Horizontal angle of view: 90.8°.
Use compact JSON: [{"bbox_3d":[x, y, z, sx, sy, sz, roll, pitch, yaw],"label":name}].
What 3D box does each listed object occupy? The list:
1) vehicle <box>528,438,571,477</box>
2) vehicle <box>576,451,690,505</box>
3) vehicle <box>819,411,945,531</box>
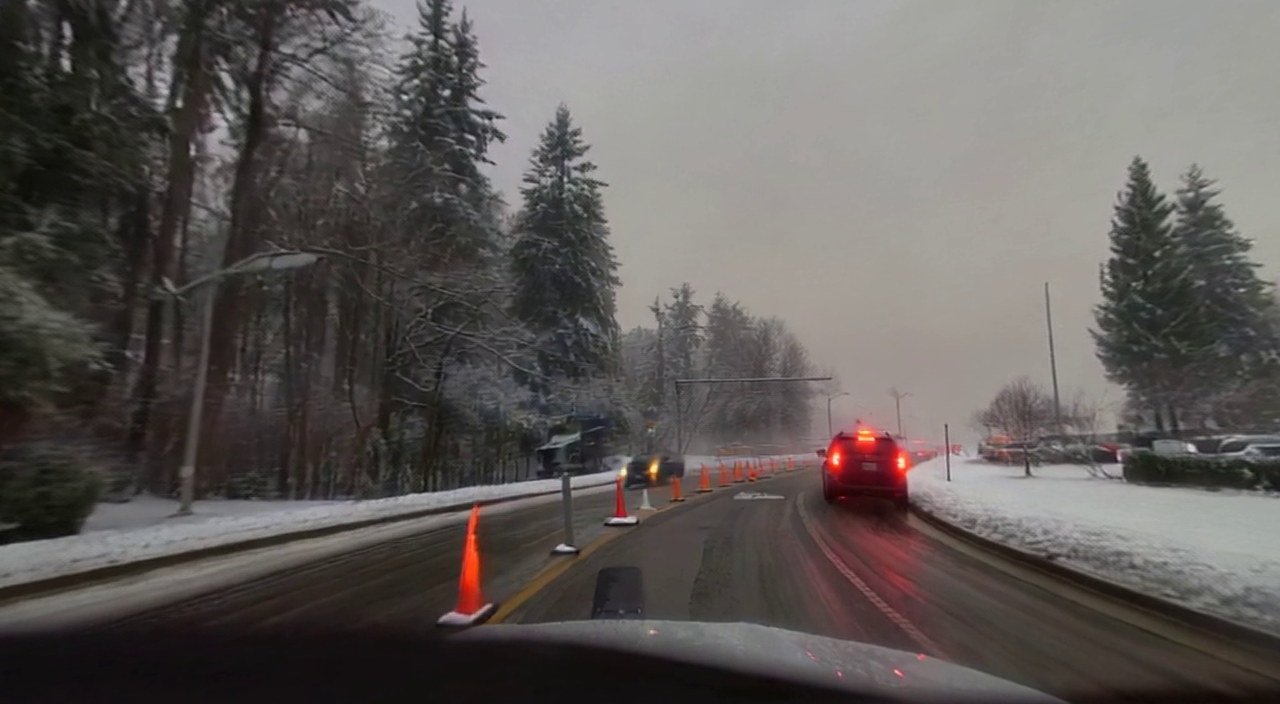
[{"bbox_3d":[-6.188,7.250,43.389,2.665,2.465,1.532,3,-7,-2],"label":"vehicle"},{"bbox_3d":[-0.063,3.779,19.488,1.933,1.428,4.449,-4,-10,21],"label":"vehicle"},{"bbox_3d":[5.069,2.499,13.682,1.913,2.241,3.024,-3,-8,11],"label":"vehicle"}]
